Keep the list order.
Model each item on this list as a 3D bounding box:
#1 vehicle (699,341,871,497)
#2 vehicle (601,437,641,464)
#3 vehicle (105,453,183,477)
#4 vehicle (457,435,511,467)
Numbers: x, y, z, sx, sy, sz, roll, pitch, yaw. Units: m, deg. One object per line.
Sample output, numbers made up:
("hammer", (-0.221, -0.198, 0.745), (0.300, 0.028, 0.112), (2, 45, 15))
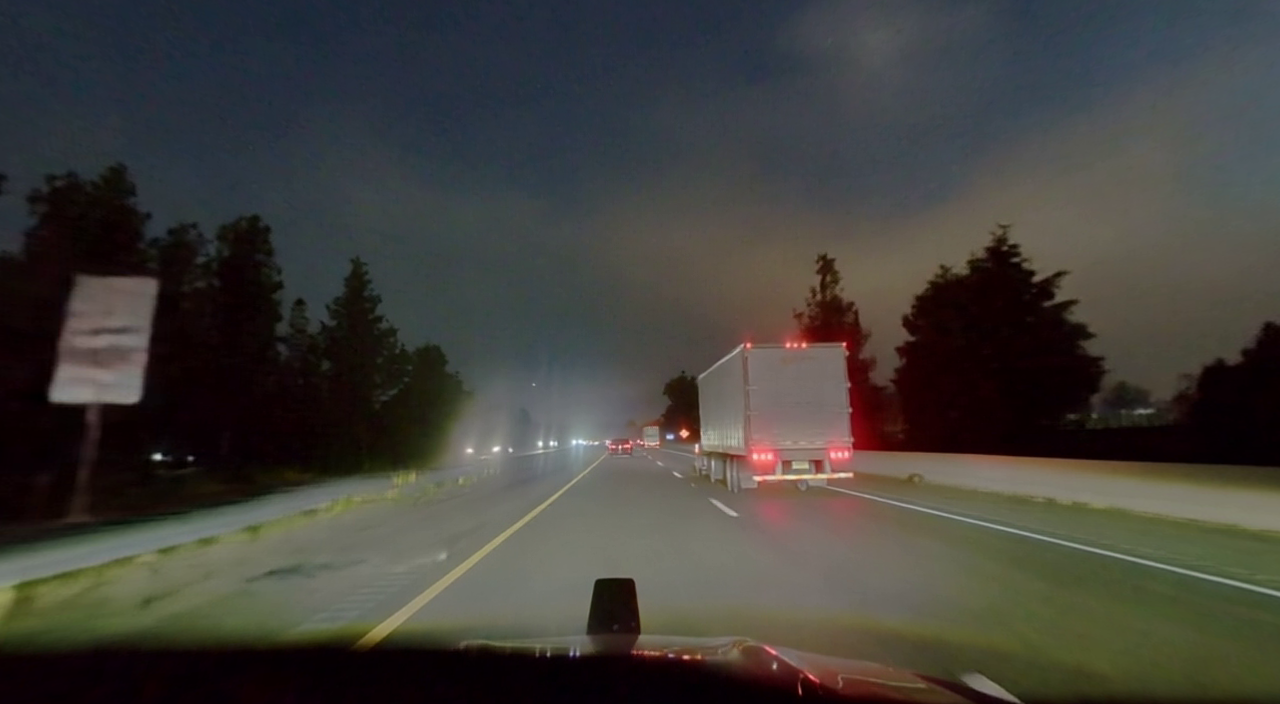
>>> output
("vehicle", (3.662, 2.041, 18.428), (2.921, 3.526, 8.207), (0, -8, -1))
("vehicle", (-1.091, 5.745, 37.131), (2.259, 1.466, 3.693), (0, -7, -1))
("vehicle", (-35.694, 8.136, 45.539), (1.944, 1.482, 4.551), (0, -7, -1))
("vehicle", (-9.157, 5.817, 37.363), (2.035, 1.768, 4.740), (0, -8, -1))
